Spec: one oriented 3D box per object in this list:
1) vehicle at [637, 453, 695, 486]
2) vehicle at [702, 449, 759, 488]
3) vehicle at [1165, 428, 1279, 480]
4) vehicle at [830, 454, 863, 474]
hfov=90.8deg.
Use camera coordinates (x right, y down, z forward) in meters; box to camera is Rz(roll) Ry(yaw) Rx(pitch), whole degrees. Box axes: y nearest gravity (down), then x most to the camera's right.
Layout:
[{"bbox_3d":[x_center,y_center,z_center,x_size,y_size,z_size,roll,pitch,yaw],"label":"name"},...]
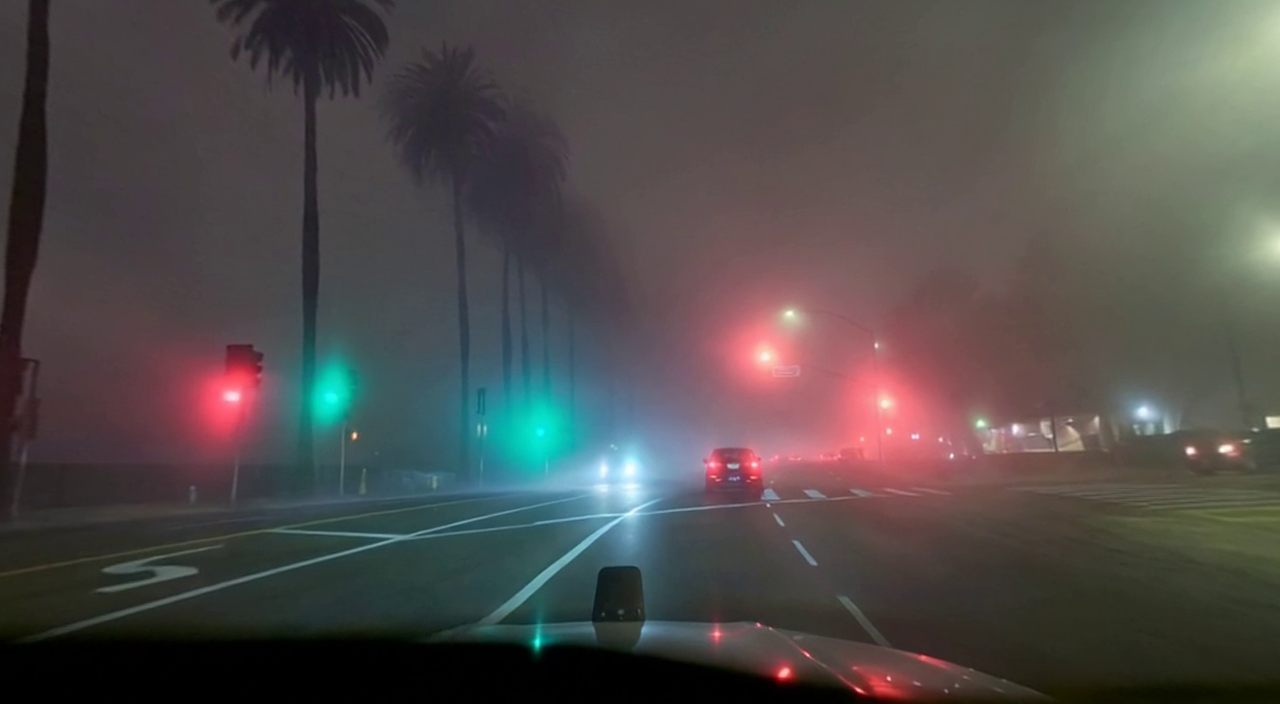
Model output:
[{"bbox_3d":[1.332,5.609,30.510,2.048,1.418,4.177,-2,-9,13],"label":"vehicle"},{"bbox_3d":[3.979,4.975,27.345,2.096,1.492,4.071,-2,-9,12],"label":"vehicle"},{"bbox_3d":[23.797,3.983,24.778,5.049,1.861,2.081,2,-9,-12],"label":"vehicle"},{"bbox_3d":[15.826,8.571,48.514,1.983,1.457,4.220,-2,-9,13],"label":"vehicle"}]
